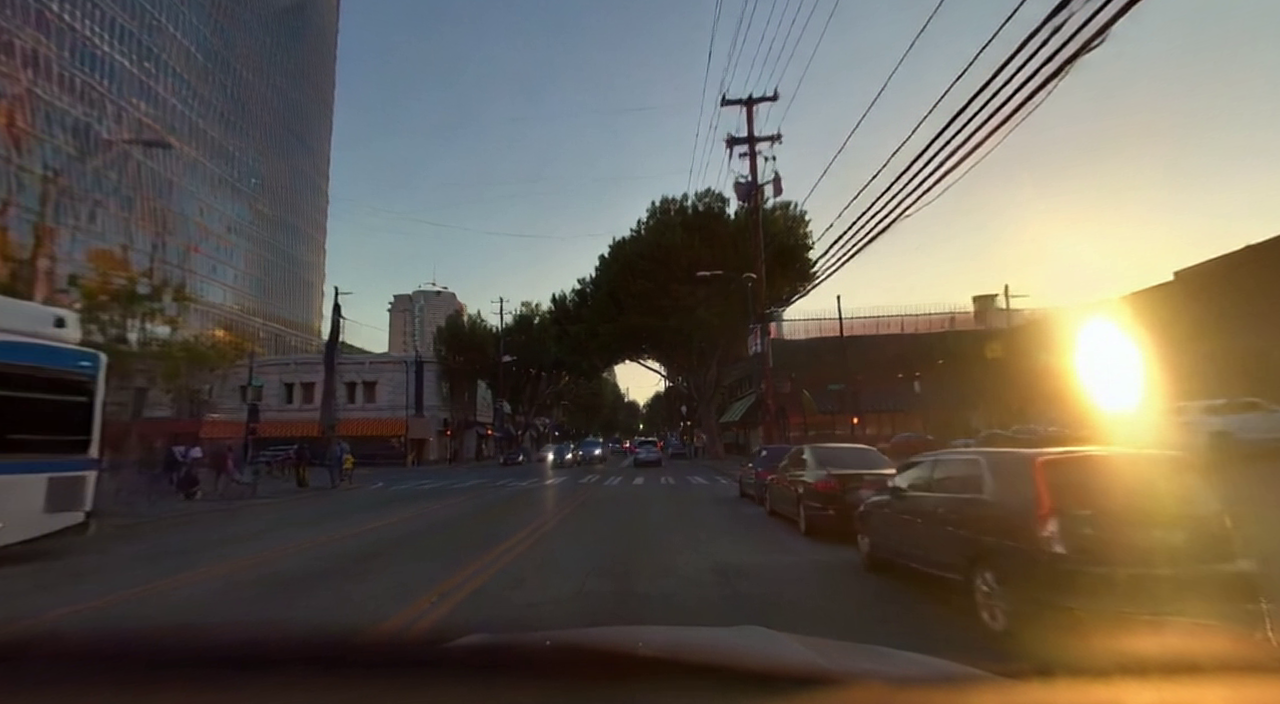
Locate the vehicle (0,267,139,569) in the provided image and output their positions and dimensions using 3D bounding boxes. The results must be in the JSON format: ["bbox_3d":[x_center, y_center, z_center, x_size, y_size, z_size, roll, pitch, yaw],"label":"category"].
[{"bbox_3d":[-9.391,0.124,3.025,3.022,3.627,13.129,-1,-9,1],"label":"vehicle"}]

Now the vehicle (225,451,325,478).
[{"bbox_3d":[-20.875,6.460,36.259,4.477,1.439,1.966,-1,-8,2],"label":"vehicle"}]

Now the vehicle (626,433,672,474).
[{"bbox_3d":[0.484,5.064,31.721,2.127,1.893,4.194,-1,-8,2],"label":"vehicle"}]

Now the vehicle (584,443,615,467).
[{"bbox_3d":[-2.823,7.326,45.189,2.026,1.616,4.109,1,-8,-1],"label":"vehicle"}]

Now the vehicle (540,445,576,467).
[{"bbox_3d":[-6.188,7.849,47.977,2.089,1.578,4.571,0,-8,0],"label":"vehicle"}]

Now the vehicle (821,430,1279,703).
[{"bbox_3d":[3.325,1.517,5.793,2.018,1.474,4.524,0,-8,1],"label":"vehicle"}]
